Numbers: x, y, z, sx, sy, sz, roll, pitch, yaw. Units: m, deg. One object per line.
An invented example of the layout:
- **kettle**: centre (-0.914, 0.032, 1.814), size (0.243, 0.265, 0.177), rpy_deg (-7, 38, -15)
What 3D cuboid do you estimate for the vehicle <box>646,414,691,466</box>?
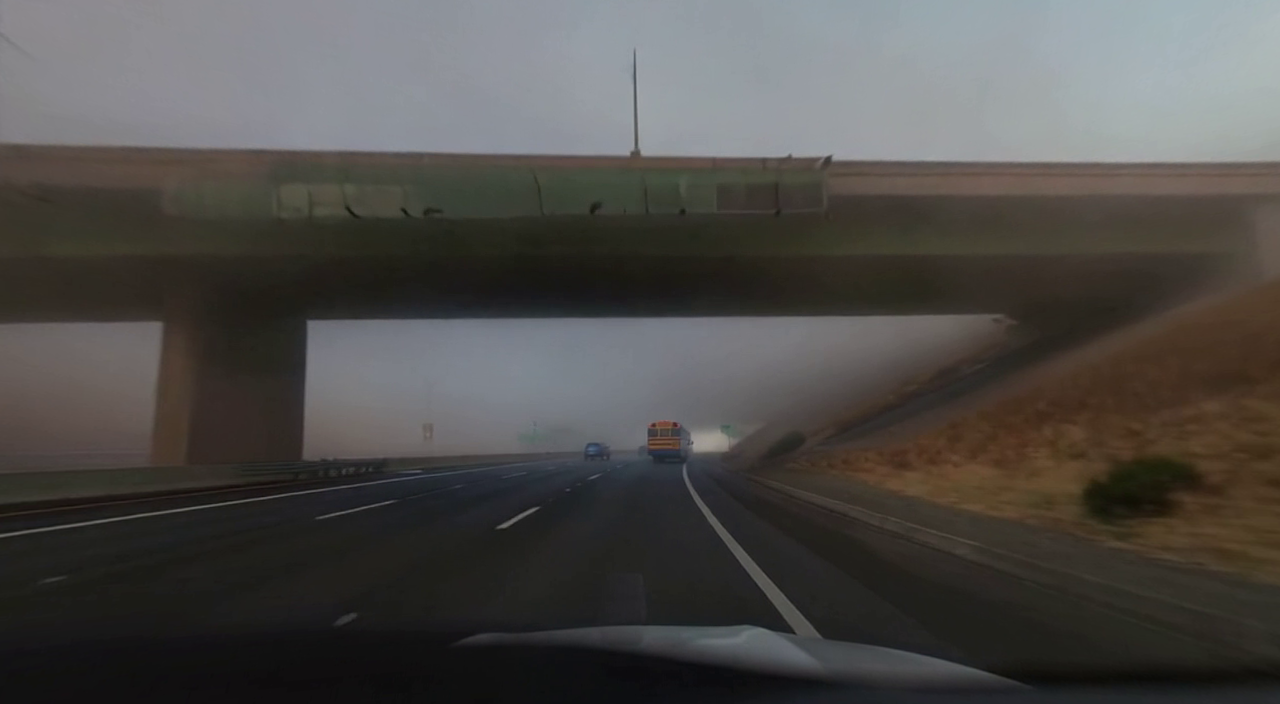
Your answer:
- **vehicle**: centre (2.142, 6.465, 46.118), size (2.945, 3.295, 10.406), rpy_deg (0, -8, 3)
